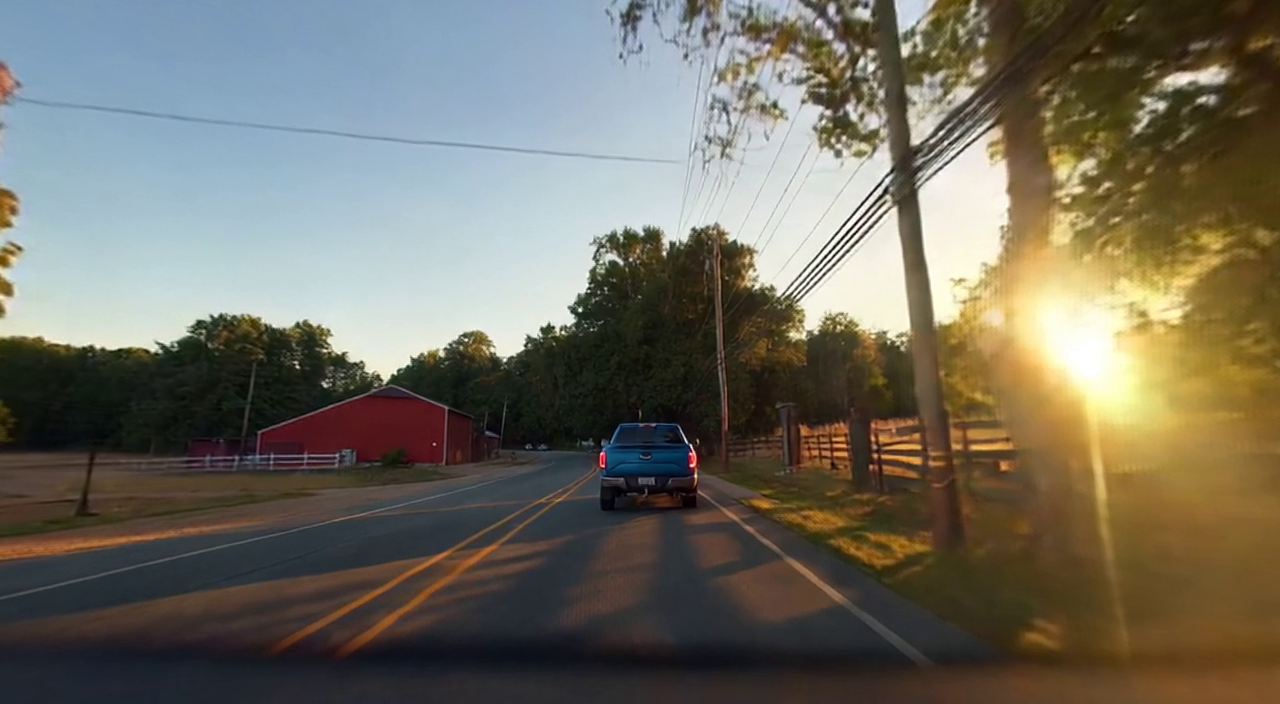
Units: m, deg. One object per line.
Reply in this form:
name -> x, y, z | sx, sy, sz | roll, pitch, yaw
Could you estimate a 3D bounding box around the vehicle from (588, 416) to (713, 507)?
vehicle -> 0.130, 2.843, 16.909 | 2.693, 1.941, 6.356 | 0, -9, -2
